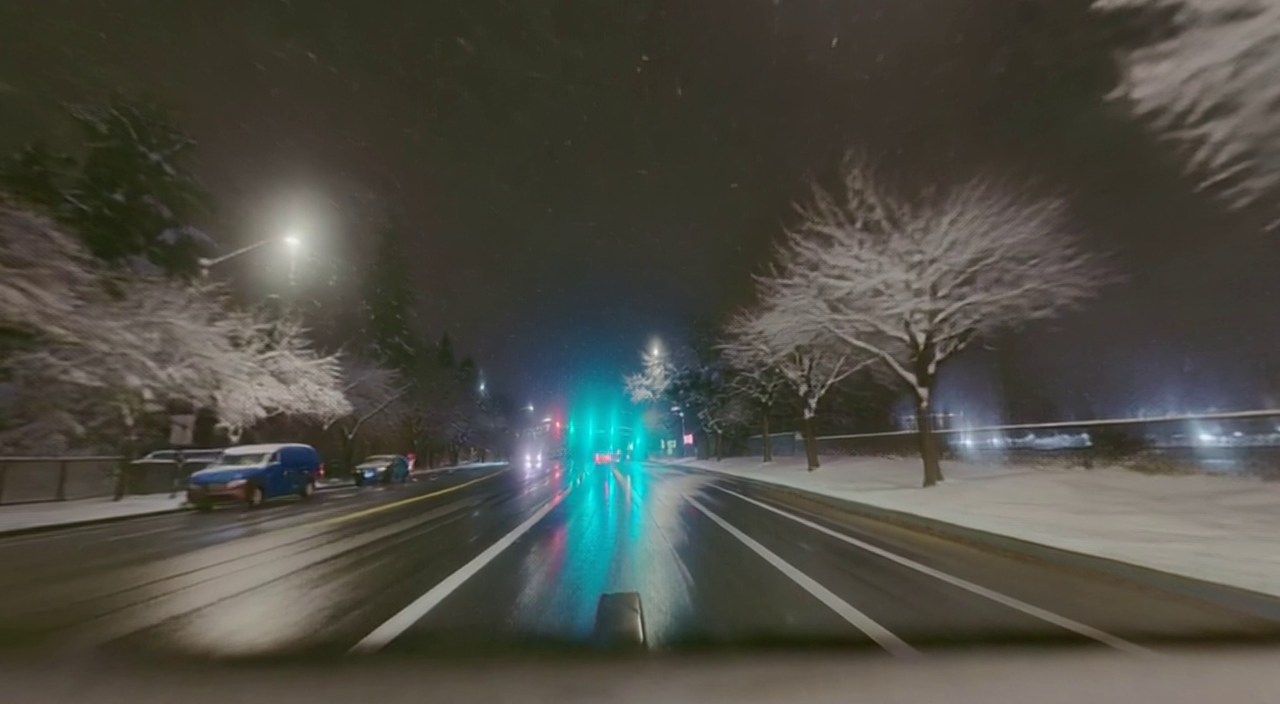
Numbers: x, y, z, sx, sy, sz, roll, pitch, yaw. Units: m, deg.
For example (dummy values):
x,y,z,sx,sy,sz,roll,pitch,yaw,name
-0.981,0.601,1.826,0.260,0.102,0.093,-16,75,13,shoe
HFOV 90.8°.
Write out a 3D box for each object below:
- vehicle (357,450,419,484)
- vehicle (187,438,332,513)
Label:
x,y,z,sx,sy,sz,roll,pitch,yaw,name
-14.437,6.629,36.476,2.090,1.680,4.434,-2,-10,-5,vehicle
-13.284,4.260,22.587,2.314,2.144,5.403,-3,-8,-6,vehicle
